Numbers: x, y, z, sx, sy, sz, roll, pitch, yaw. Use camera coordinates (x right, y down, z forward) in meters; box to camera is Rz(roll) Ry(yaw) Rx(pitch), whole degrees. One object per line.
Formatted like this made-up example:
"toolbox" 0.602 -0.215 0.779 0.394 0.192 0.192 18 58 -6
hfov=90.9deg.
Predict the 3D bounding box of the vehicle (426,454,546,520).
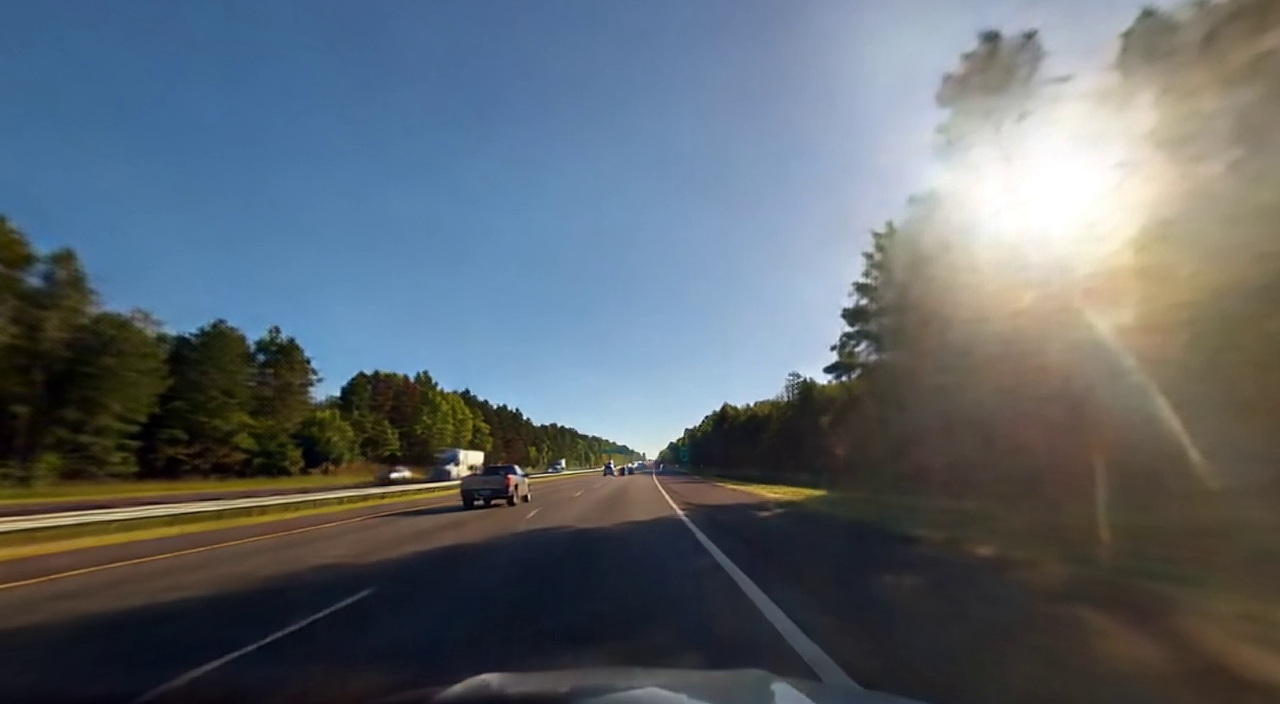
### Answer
"vehicle" -3.936 3.568 17.007 2.043 1.486 4.442 0 -10 1
